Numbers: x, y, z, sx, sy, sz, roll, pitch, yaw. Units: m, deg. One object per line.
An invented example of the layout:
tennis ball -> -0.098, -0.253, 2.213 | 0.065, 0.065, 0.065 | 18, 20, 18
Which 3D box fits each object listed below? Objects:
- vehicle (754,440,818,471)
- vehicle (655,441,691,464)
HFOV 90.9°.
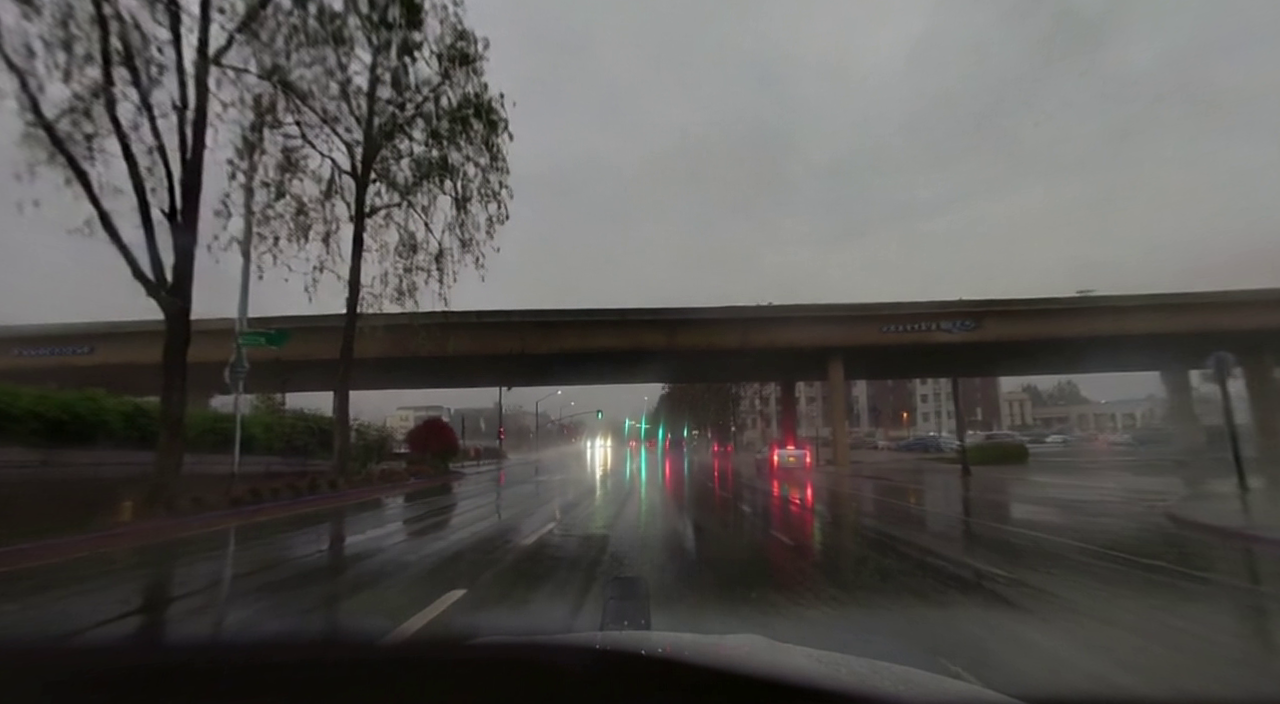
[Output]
vehicle -> 7.158, 5.143, 31.475 | 2.035, 1.435, 4.481 | 0, -8, -1
vehicle -> 2.180, 6.811, 43.013 | 2.280, 1.475, 4.051 | 0, -8, 1
